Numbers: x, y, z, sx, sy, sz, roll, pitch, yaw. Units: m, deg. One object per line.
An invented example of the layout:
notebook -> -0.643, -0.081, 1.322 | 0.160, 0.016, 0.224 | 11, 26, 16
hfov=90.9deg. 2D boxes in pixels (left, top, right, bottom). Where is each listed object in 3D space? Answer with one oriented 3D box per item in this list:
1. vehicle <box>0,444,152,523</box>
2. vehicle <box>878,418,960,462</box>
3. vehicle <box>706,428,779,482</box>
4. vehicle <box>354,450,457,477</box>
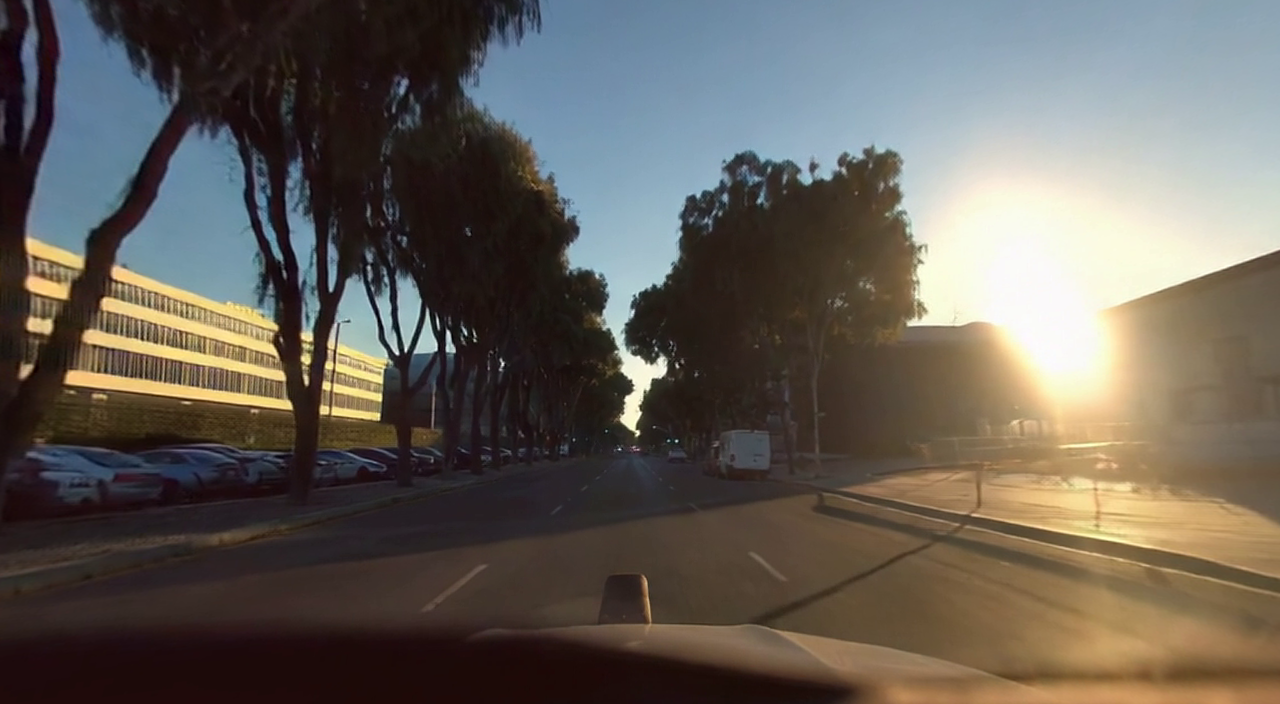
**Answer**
vehicle -> -13.695, 2.768, 13.585 | 4.561, 1.531, 2.147 | 0, -9, 1
vehicle -> 18.167, 5.864, 41.574 | 2.341, 2.648, 6.024 | 1, -9, -3
vehicle -> 5.156, 5.330, 32.771 | 2.596, 2.509, 6.178 | 0, -9, -2
vehicle -> -13.857, 6.604, 37.496 | 5.269, 1.491, 2.133 | 0, -9, 1
